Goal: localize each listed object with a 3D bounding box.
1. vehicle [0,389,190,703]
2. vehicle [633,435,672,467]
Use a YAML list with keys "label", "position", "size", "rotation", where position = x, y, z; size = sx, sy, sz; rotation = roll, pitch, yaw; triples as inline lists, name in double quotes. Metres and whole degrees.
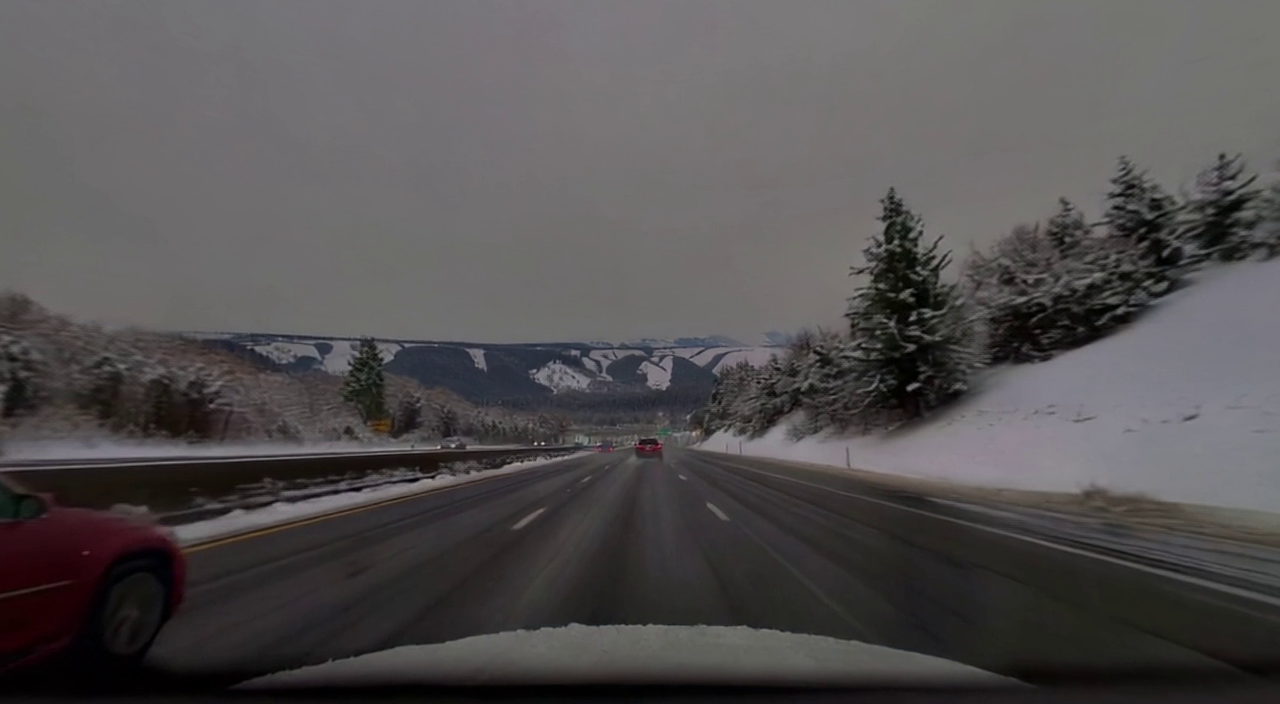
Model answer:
- label: "vehicle"
  position: [-3.538, 0.755, 1.241]
  size: [2.044, 1.557, 4.277]
  rotation: [0, -8, 1]
- label: "vehicle"
  position: [0.770, 6.164, 39.283]
  size: [2.272, 1.836, 4.866]
  rotation: [0, -8, 1]
